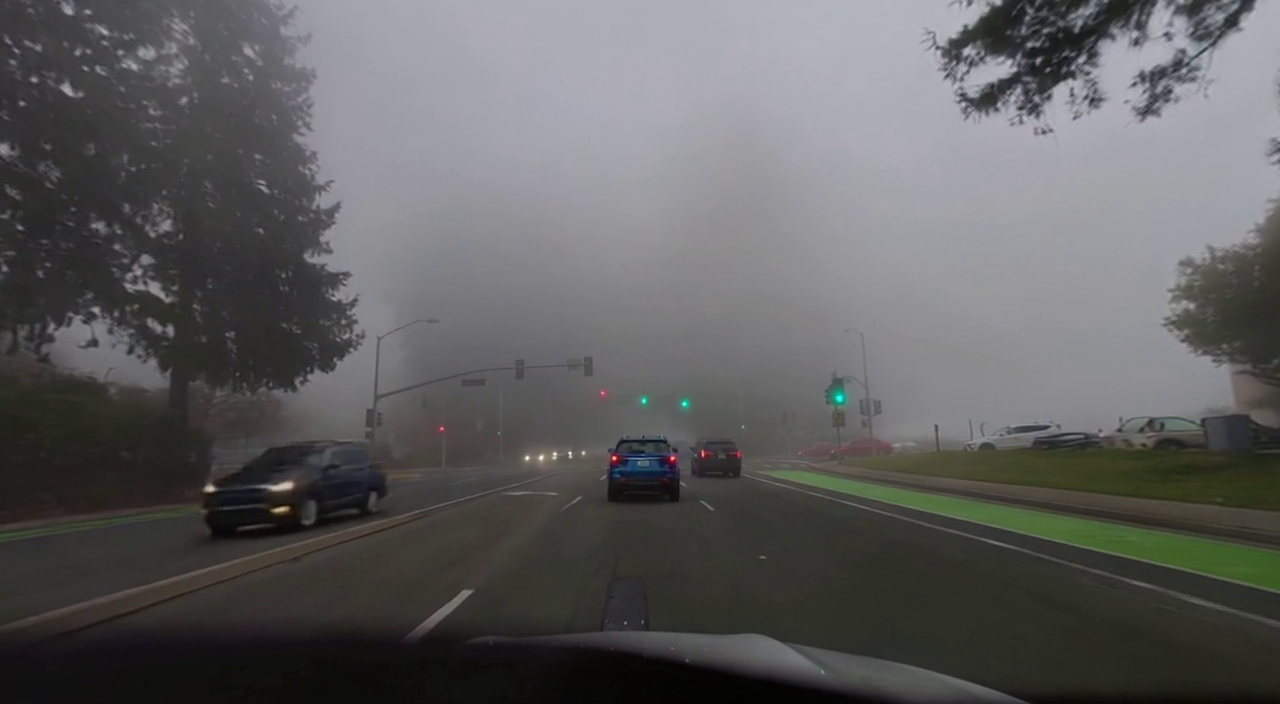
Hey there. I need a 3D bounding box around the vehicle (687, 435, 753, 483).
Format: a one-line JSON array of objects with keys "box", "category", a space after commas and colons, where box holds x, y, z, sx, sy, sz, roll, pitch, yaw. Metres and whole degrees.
[{"box": [3.266, 4.498, 26.756, 2.189, 1.815, 4.495, 0, -8, 0], "category": "vehicle"}]

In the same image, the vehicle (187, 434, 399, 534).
[{"box": [-6.935, 2.648, 13.280, 2.005, 1.729, 4.293, 0, -8, 0], "category": "vehicle"}]

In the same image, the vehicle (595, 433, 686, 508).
[{"box": [0.017, 3.068, 16.716, 2.109, 1.730, 3.963, 0, -8, 0], "category": "vehicle"}]
